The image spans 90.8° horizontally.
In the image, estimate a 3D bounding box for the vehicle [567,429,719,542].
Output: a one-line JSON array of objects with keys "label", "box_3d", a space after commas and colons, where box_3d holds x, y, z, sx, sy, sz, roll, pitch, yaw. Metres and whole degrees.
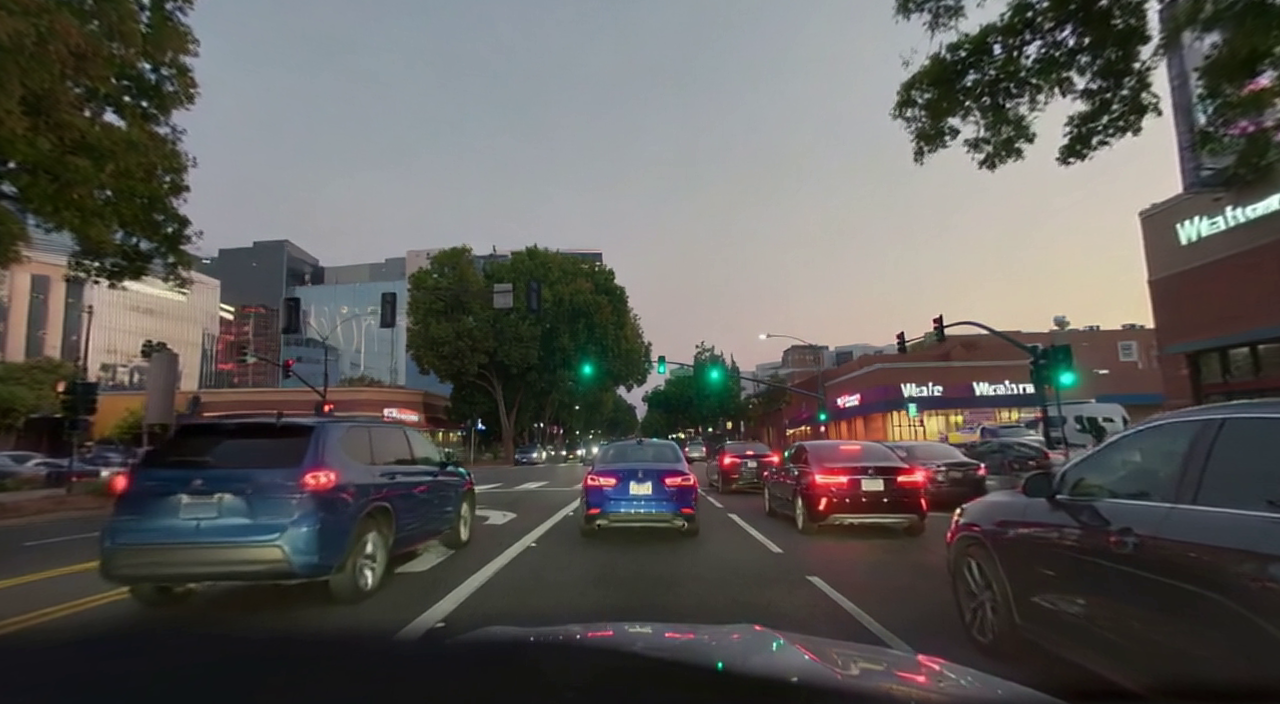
[{"label": "vehicle", "box_3d": [0.028, 2.175, 10.883, 2.154, 1.577, 3.723, 0, -8, 0]}]

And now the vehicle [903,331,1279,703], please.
[{"label": "vehicle", "box_3d": [3.035, 0.860, 2.568, 2.075, 1.661, 4.401, 0, -8, 1]}]

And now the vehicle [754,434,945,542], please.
[{"label": "vehicle", "box_3d": [3.347, 2.236, 11.087, 1.865, 1.496, 4.170, 0, -8, -1]}]

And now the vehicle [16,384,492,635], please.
[{"label": "vehicle", "box_3d": [-3.405, 1.511, 7.099, 2.257, 1.823, 4.777, 0, -8, 1]}]

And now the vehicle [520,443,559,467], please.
[{"label": "vehicle", "box_3d": [-7.893, 8.085, 49.928, 2.293, 1.777, 4.497, 0, -8, 0]}]
